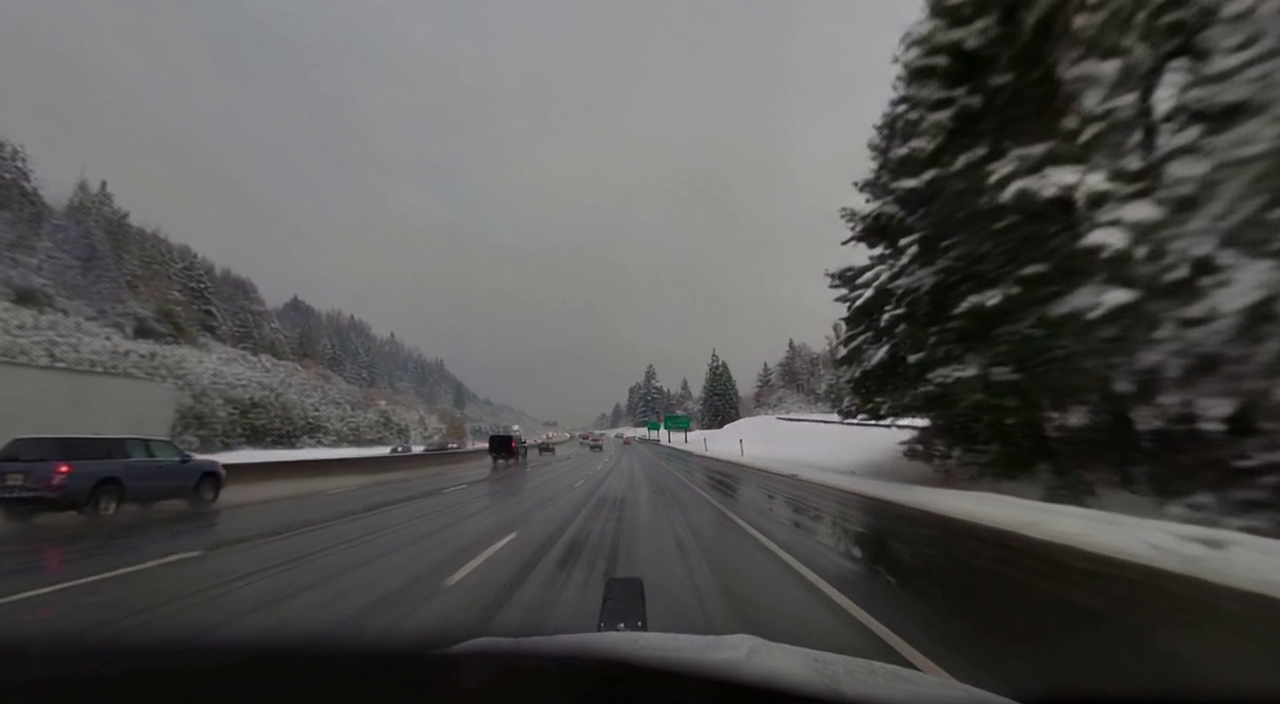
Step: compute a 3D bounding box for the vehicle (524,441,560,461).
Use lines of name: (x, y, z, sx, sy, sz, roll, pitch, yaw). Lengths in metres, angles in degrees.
vehicle: (-7.643, 7.723, 49.160, 2.113, 1.507, 4.450, 0, -8, 0)

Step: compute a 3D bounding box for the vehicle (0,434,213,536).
vehicle: (-11.052, 2.476, 12.397, 2.001, 1.625, 4.528, 0, -8, 0)
